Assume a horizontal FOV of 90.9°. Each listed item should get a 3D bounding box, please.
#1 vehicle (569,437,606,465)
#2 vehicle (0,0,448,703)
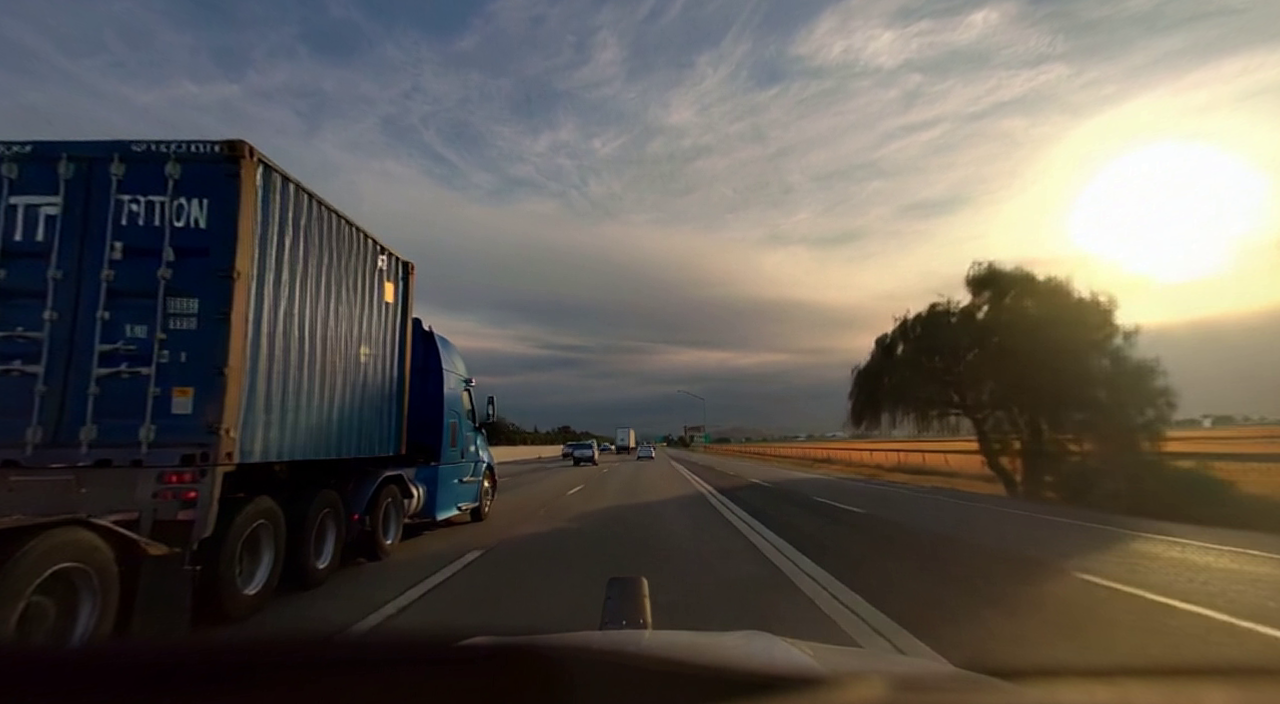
[{"bbox_3d":[-3.430,6.585,42.109,1.995,1.745,4.187,0,-8,1],"label":"vehicle"},{"bbox_3d":[-4.056,-0.347,1.440,2.840,4.032,13.388,0,-8,1],"label":"vehicle"}]
